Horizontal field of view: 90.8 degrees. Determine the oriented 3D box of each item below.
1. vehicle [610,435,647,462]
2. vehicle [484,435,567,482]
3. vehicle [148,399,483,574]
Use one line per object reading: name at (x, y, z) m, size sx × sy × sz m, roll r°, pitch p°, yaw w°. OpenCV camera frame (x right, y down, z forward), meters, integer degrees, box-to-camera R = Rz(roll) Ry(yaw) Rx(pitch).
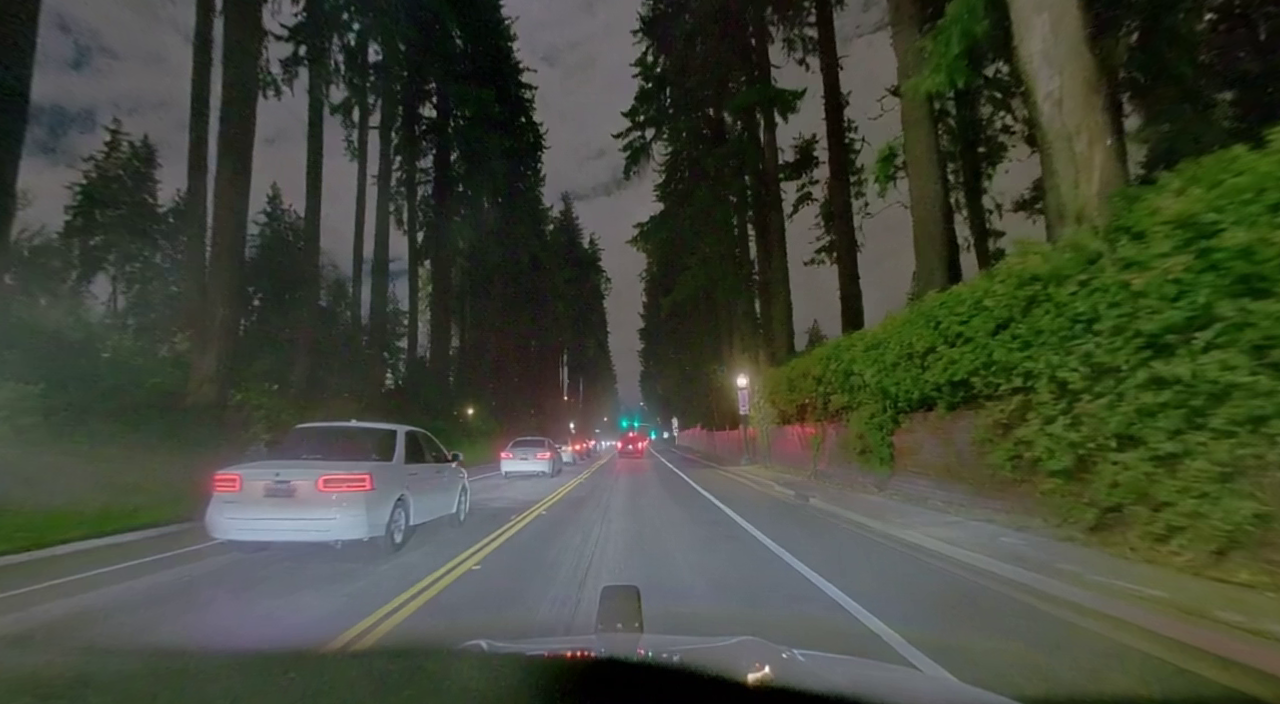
vehicle at (-0.679, 5.796, 37.998) m, size 2.127 × 1.517 × 4.090 m, roll 0°, pitch -8°, yaw -1°
vehicle at (-3.819, 3.640, 21.868) m, size 2.030 × 1.452 × 4.312 m, roll 0°, pitch -8°, yaw 1°
vehicle at (-3.730, 1.635, 8.429) m, size 2.126 × 1.707 × 4.317 m, roll 0°, pitch -8°, yaw 0°
